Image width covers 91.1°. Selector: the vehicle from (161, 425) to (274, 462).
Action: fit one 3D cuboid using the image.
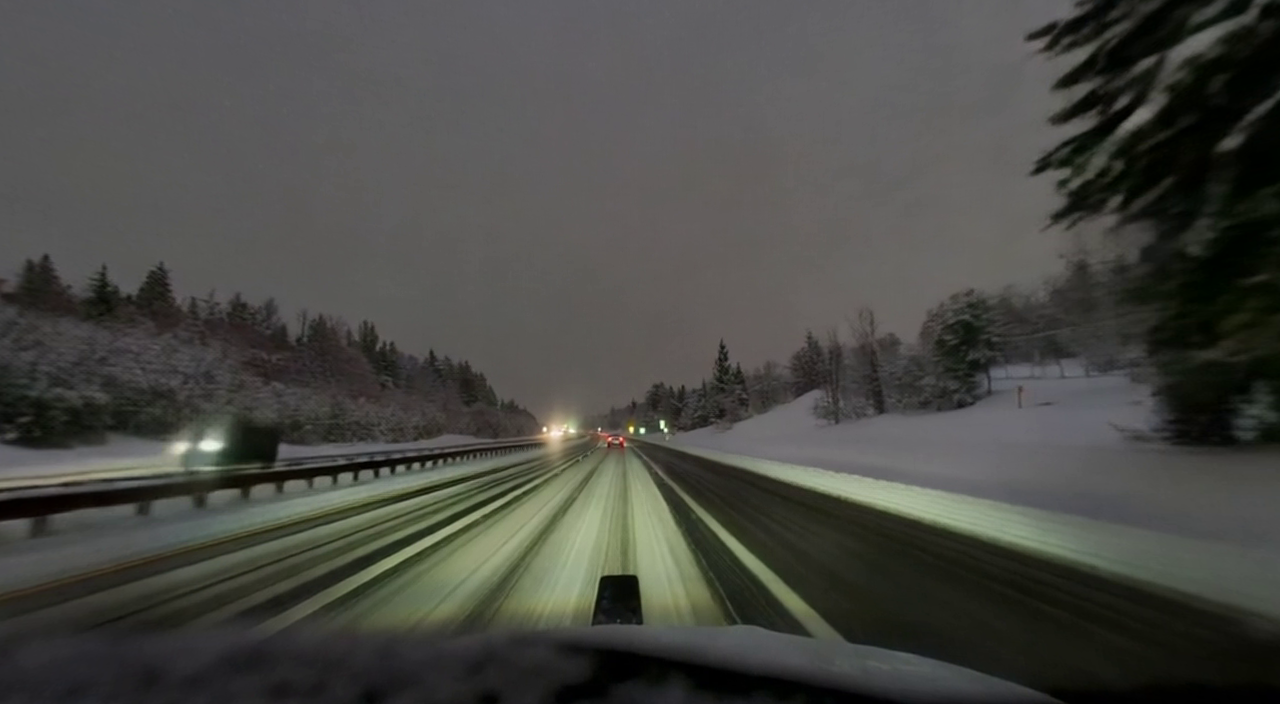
[{"bbox_3d":[-19.228,4.180,28.903,1.937,1.509,4.603,0,-8,1],"label":"vehicle"}]
